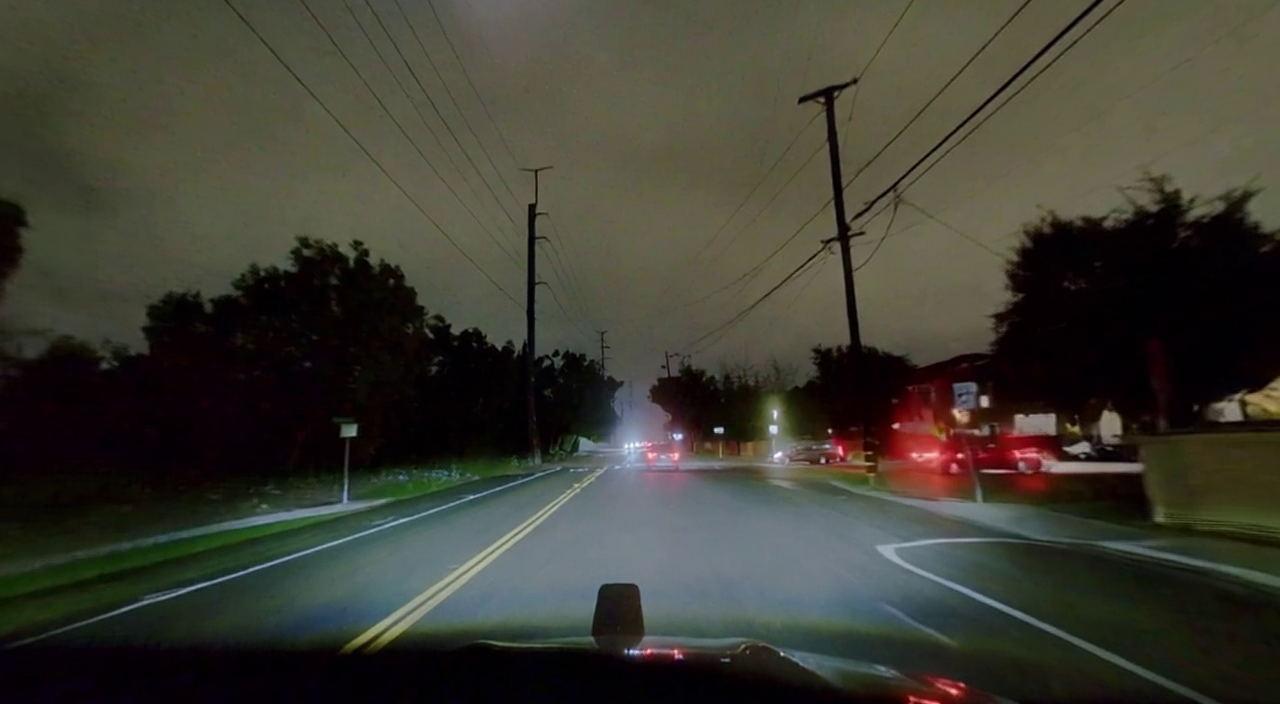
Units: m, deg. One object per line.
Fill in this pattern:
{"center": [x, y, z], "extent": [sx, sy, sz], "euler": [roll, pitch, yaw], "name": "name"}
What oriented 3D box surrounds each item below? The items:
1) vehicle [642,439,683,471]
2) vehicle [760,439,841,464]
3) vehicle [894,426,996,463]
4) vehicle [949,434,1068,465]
{"center": [1.080, 5.191, 31.997], "extent": [1.975, 1.497, 3.647], "euler": [0, -9, 0], "name": "vehicle"}
{"center": [9.910, 6.184, 39.273], "extent": [4.511, 1.473, 1.962], "euler": [1, -8, -2], "name": "vehicle"}
{"center": [17.382, 5.282, 36.173], "extent": [4.635, 2.026, 2.258], "euler": [0, -9, -4], "name": "vehicle"}
{"center": [19.276, 5.109, 33.238], "extent": [4.869, 1.477, 2.076], "euler": [-1, -9, 2], "name": "vehicle"}
